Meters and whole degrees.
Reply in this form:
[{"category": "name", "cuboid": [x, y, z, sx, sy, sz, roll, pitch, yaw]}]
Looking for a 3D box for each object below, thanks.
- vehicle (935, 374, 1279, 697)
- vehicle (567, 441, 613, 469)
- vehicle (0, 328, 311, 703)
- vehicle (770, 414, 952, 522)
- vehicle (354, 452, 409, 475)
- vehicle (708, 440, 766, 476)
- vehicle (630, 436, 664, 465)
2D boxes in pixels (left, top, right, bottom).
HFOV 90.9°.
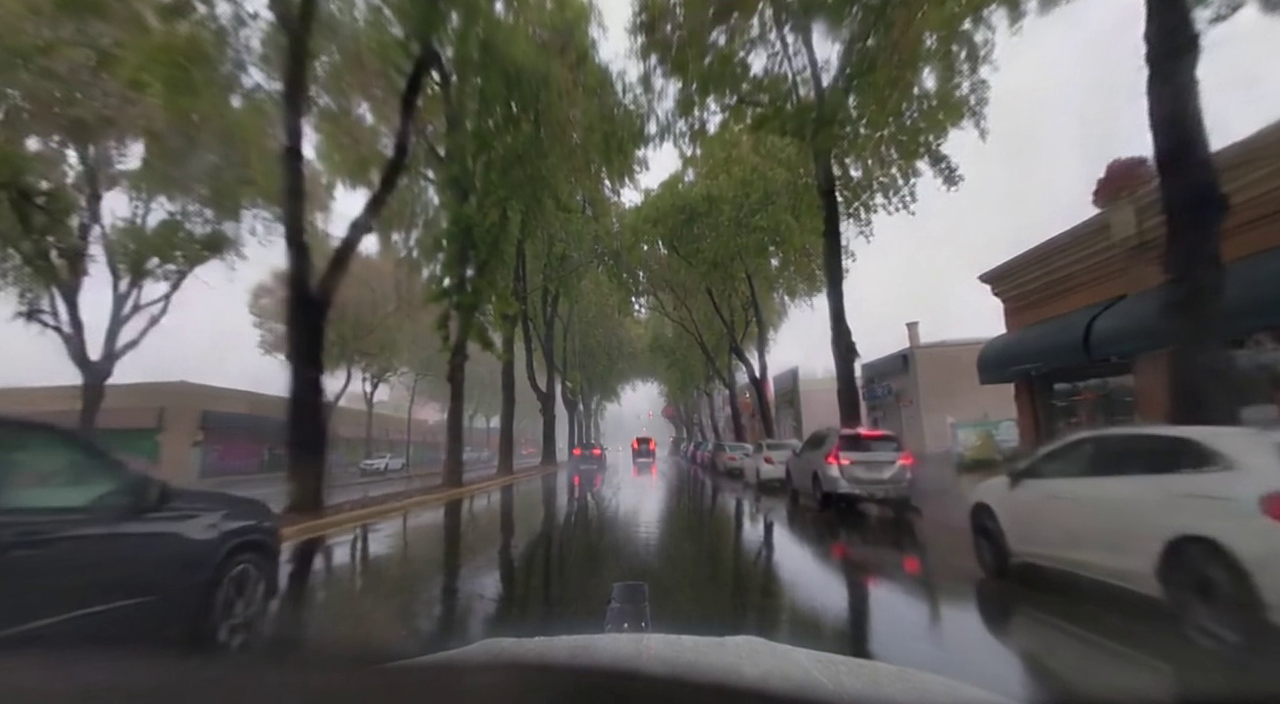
[{"category": "vehicle", "cuboid": [4.379, 1.236, 5.081, 1.900, 1.702, 4.358, 0, -8, 1]}, {"category": "vehicle", "cuboid": [-2.790, 5.866, 36.113, 2.151, 1.484, 4.468, 0, -8, 2]}, {"category": "vehicle", "cuboid": [-3.397, 0.722, 1.870, 2.186, 1.708, 4.746, 0, -8, 1]}, {"category": "vehicle", "cuboid": [4.263, 2.340, 13.208, 2.068, 1.809, 4.889, 0, -8, 0]}, {"category": "vehicle", "cuboid": [-18.647, 8.068, 45.661, 1.888, 1.500, 4.622, -1, -8, 2]}, {"category": "vehicle", "cuboid": [4.366, 4.843, 29.113, 1.887, 1.517, 4.257, 0, -8, -1]}, {"category": "vehicle", "cuboid": [0.453, 6.430, 41.229, 2.075, 1.770, 4.018, 0, -8, 0]}]
